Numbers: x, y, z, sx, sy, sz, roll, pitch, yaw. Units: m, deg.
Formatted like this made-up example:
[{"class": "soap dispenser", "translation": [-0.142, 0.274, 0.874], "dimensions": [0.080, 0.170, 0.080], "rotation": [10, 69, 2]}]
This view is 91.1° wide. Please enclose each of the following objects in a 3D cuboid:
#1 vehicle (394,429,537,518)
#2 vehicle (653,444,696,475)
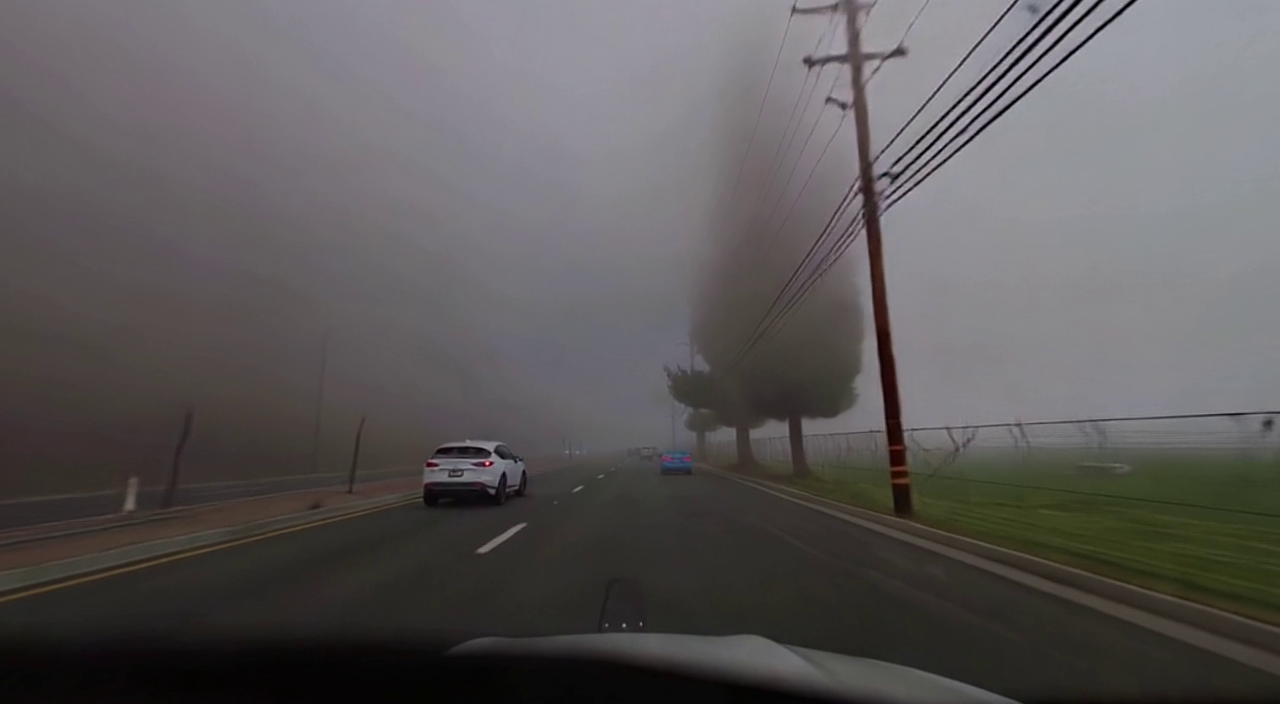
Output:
[{"class": "vehicle", "translation": [-3.754, 2.681, 14.426], "dimensions": [1.950, 1.692, 4.397], "rotation": [0, -8, 1]}, {"class": "vehicle", "translation": [1.709, 5.517, 32.524], "dimensions": [2.059, 1.486, 3.980], "rotation": [0, -8, 1]}]
